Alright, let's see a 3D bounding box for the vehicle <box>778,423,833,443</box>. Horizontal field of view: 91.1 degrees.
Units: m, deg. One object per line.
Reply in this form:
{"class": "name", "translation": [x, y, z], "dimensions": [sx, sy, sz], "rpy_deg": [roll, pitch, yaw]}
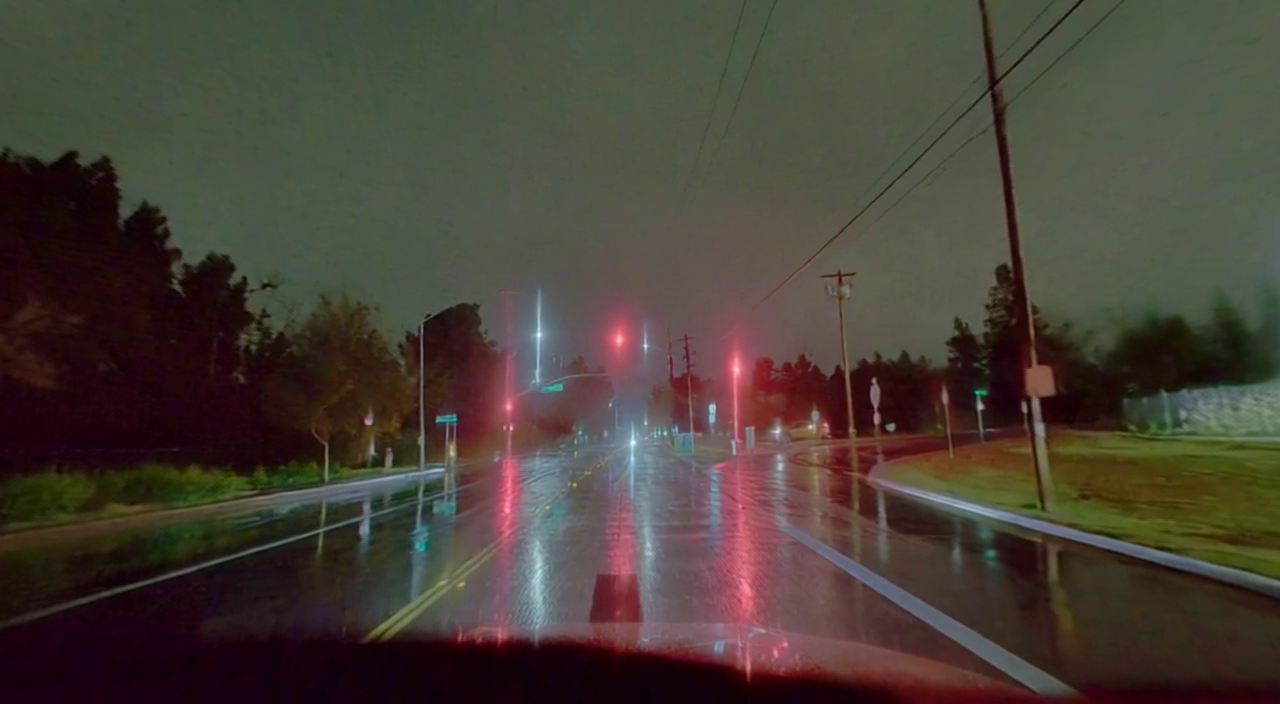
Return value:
{"class": "vehicle", "translation": [12.752, 6.276, 48.645], "dimensions": [3.706, 1.466, 1.830], "rpy_deg": [-1, -9, 2]}
